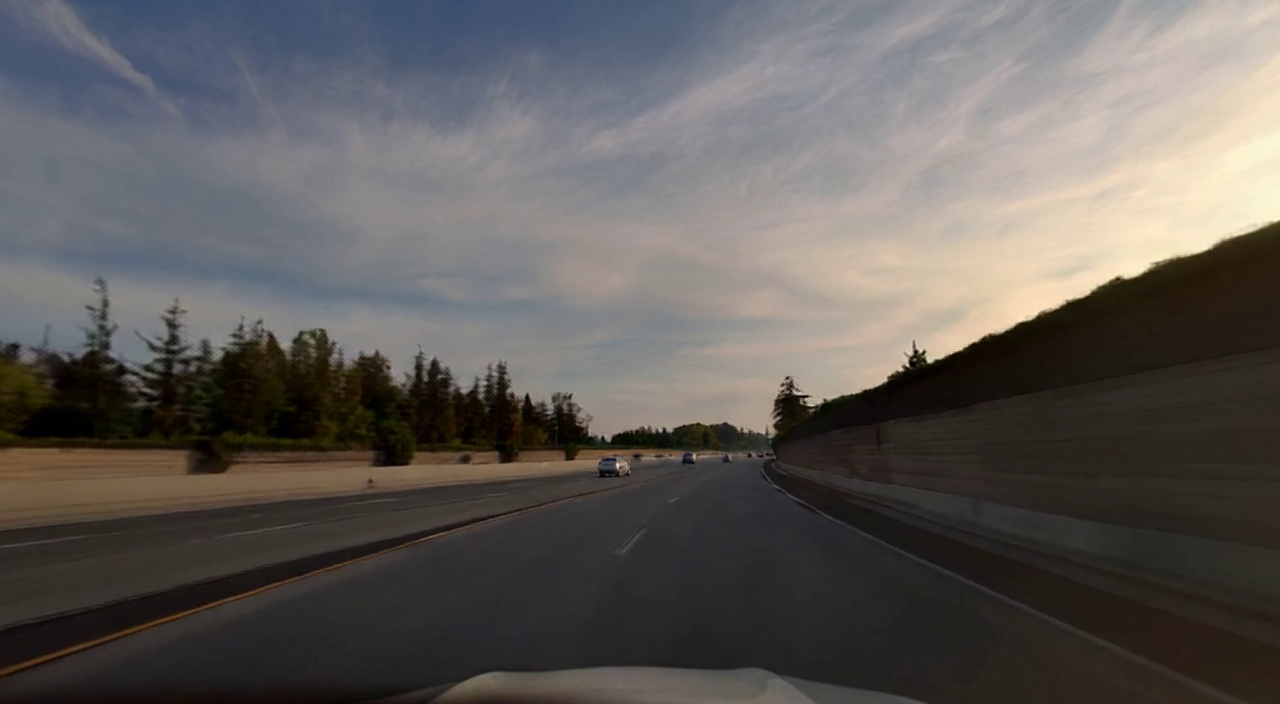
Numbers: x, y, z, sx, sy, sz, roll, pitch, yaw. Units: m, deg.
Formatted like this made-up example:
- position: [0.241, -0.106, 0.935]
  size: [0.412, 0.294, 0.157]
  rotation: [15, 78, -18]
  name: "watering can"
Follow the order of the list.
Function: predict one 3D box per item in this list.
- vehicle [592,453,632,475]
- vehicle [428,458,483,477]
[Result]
- position: [-1.967, 8.104, 45.698]
  size: [1.699, 1.461, 4.924]
  rotation: [-2, -9, 12]
  name: "vehicle"
- position: [-13.250, 8.339, 45.622]
  size: [1.793, 1.238, 4.760]
  rotation: [-2, -9, 11]
  name: "vehicle"
